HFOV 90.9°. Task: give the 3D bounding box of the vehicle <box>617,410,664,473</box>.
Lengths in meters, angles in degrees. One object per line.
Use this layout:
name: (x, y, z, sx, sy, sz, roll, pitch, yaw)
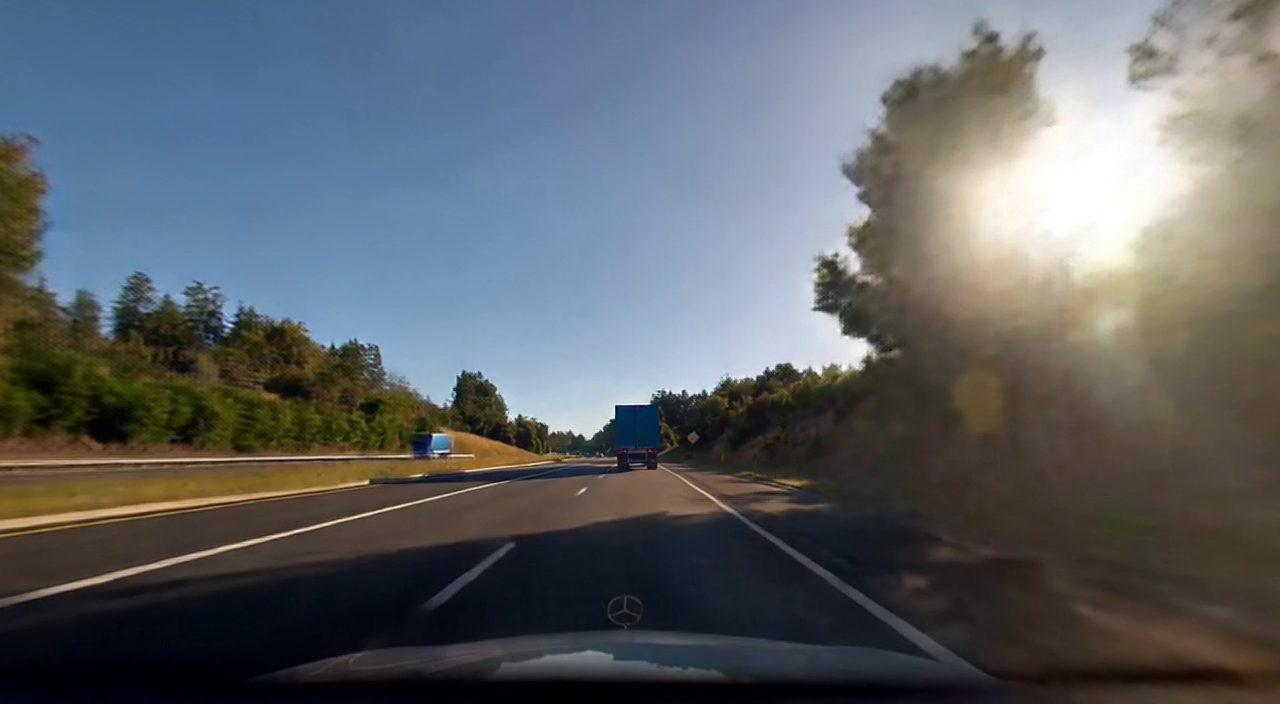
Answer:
vehicle: (-0.017, 6.468, 45.120, 2.982, 3.947, 11.075, 0, -9, 0)
